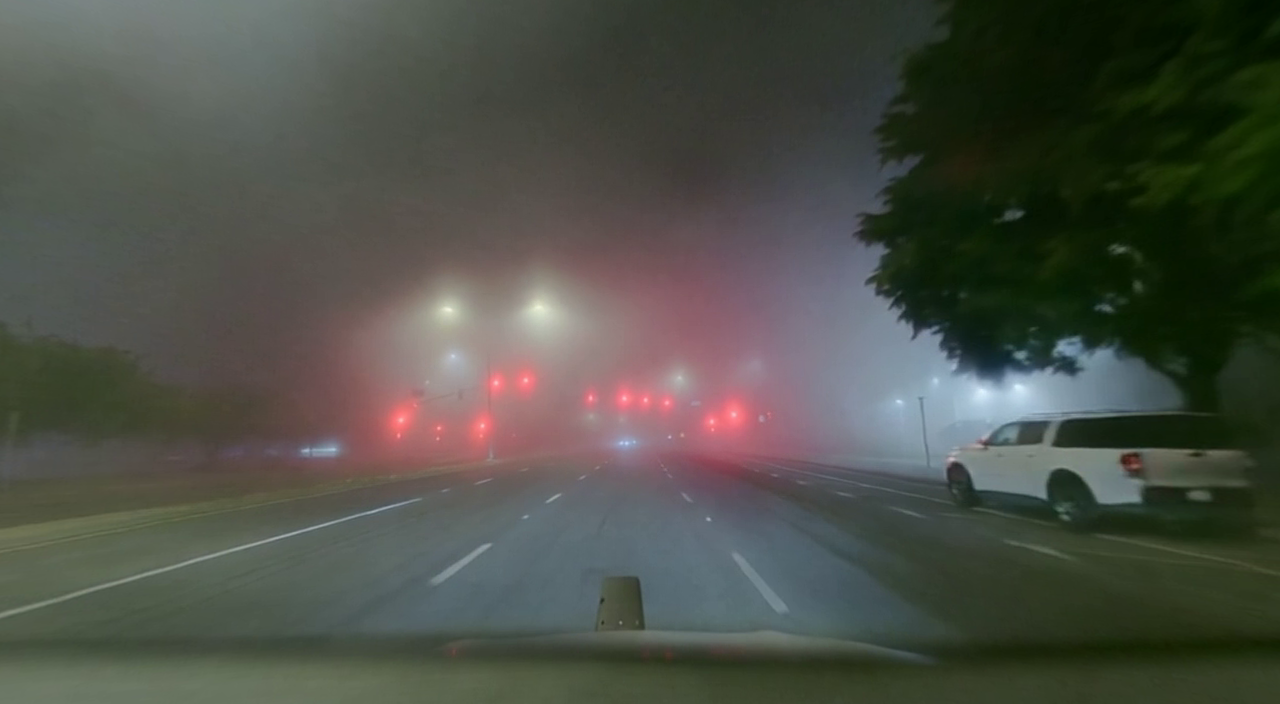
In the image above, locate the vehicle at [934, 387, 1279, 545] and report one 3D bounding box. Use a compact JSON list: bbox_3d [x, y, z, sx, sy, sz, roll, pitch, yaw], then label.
[{"bbox_3d":[7.422,1.781,10.499,2.234,1.880,5.812,0,-8,-1],"label":"vehicle"}]
